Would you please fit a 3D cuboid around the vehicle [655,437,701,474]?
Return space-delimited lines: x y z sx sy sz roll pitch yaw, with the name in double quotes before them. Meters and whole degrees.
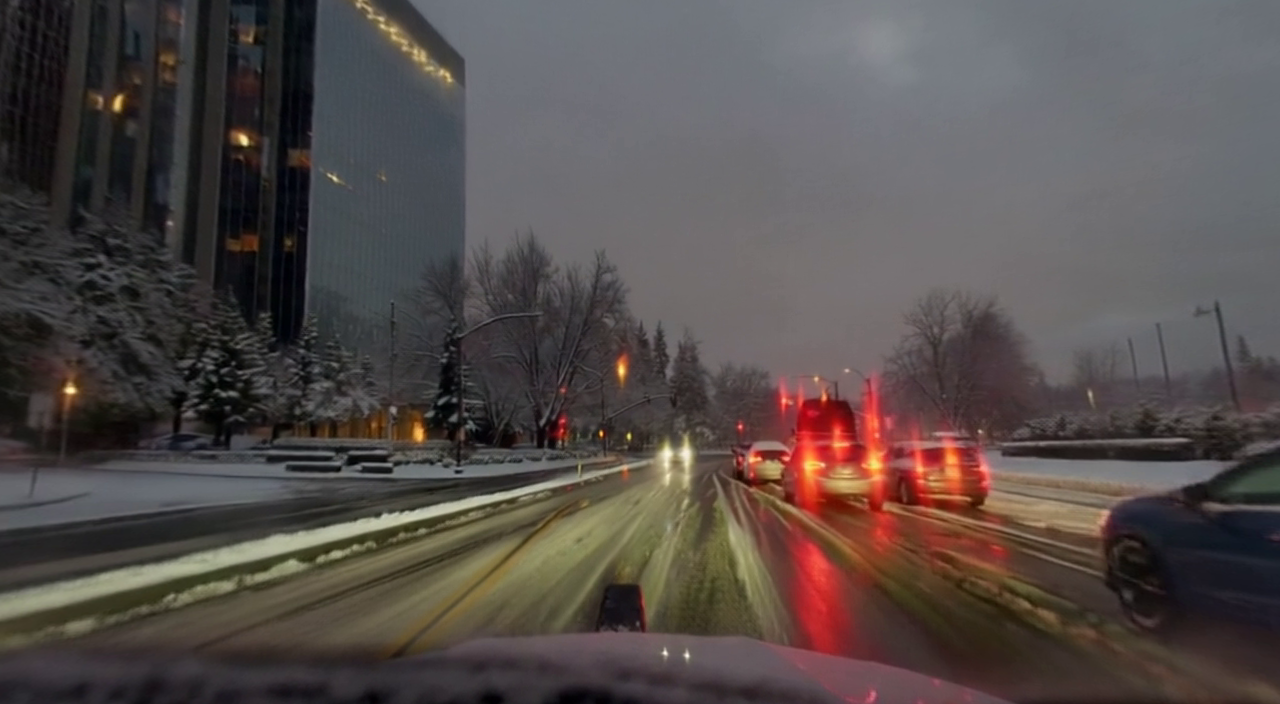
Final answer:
"vehicle" 1.972 5.188 31.899 2.121 1.728 4.161 -1 -9 6

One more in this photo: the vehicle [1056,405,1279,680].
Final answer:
"vehicle" 4.800 1.101 3.524 2.089 1.609 4.922 -1 -9 8

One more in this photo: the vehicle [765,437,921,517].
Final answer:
"vehicle" 4.408 2.765 14.459 2.183 1.553 3.923 0 -9 -1

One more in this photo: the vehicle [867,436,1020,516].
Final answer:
"vehicle" 7.024 2.871 15.097 1.983 1.628 3.885 -1 -9 5

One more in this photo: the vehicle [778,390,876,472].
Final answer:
"vehicle" 9.864 4.546 35.010 3.128 3.616 13.736 -1 -9 8
